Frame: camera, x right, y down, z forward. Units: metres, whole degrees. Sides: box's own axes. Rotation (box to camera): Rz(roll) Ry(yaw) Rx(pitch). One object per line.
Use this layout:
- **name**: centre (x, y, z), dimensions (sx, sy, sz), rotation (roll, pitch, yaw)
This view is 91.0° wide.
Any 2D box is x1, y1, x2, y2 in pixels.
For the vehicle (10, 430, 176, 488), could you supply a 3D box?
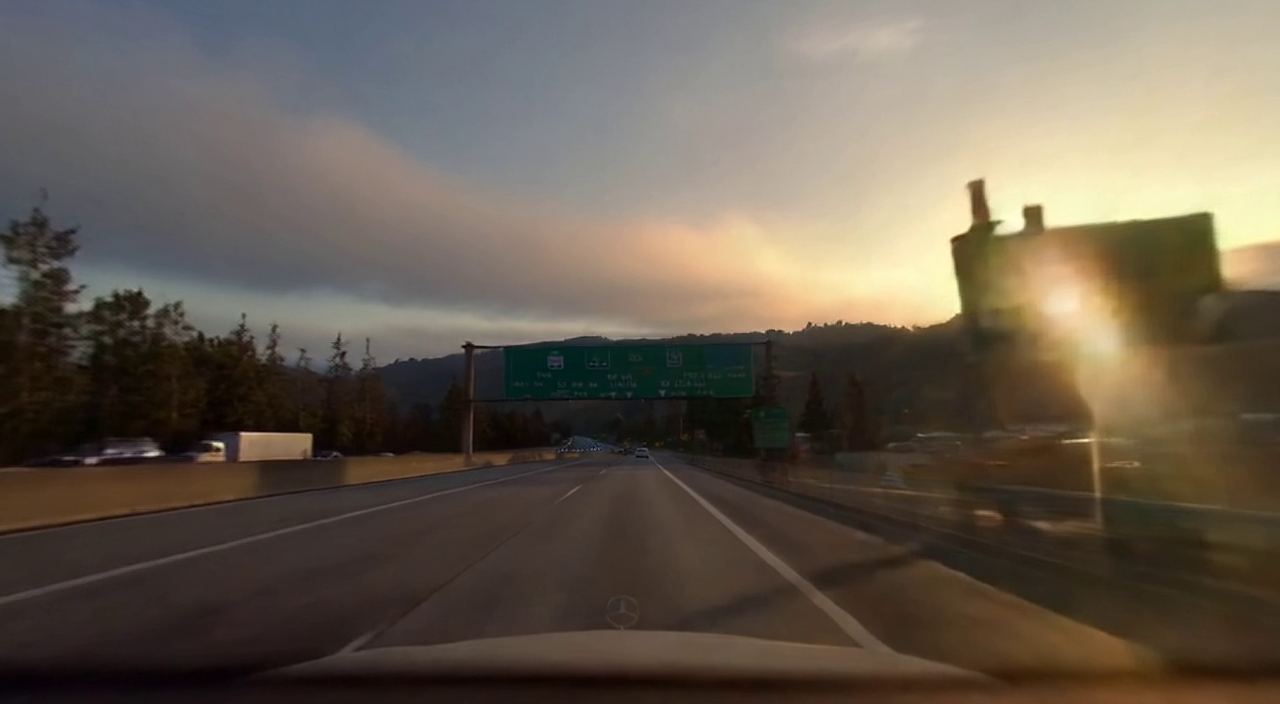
- **vehicle**: centre (-36.641, 7.209, 42.870), dimensions (2.933, 3.474, 9.227), rotation (0, -9, 0)
